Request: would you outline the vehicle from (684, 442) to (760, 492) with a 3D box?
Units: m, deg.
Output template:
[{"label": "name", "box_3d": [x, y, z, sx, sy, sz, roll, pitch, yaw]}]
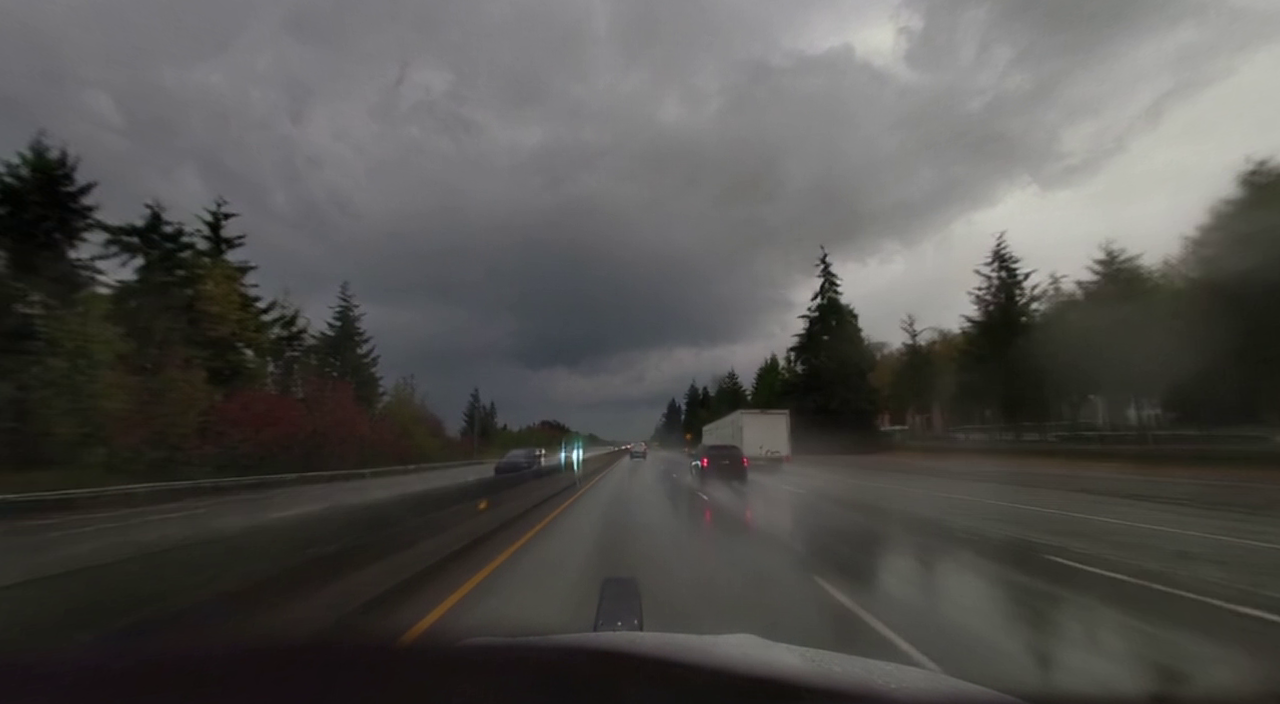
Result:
[{"label": "vehicle", "box_3d": [2.896, 4.190, 23.340, 2.123, 1.620, 4.959, 0, -9, -1]}]

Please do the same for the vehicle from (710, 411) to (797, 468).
[{"label": "vehicle", "box_3d": [6.922, 5.723, 40.231, 3.536, 3.160, 9.428, 1, -9, -2]}]
